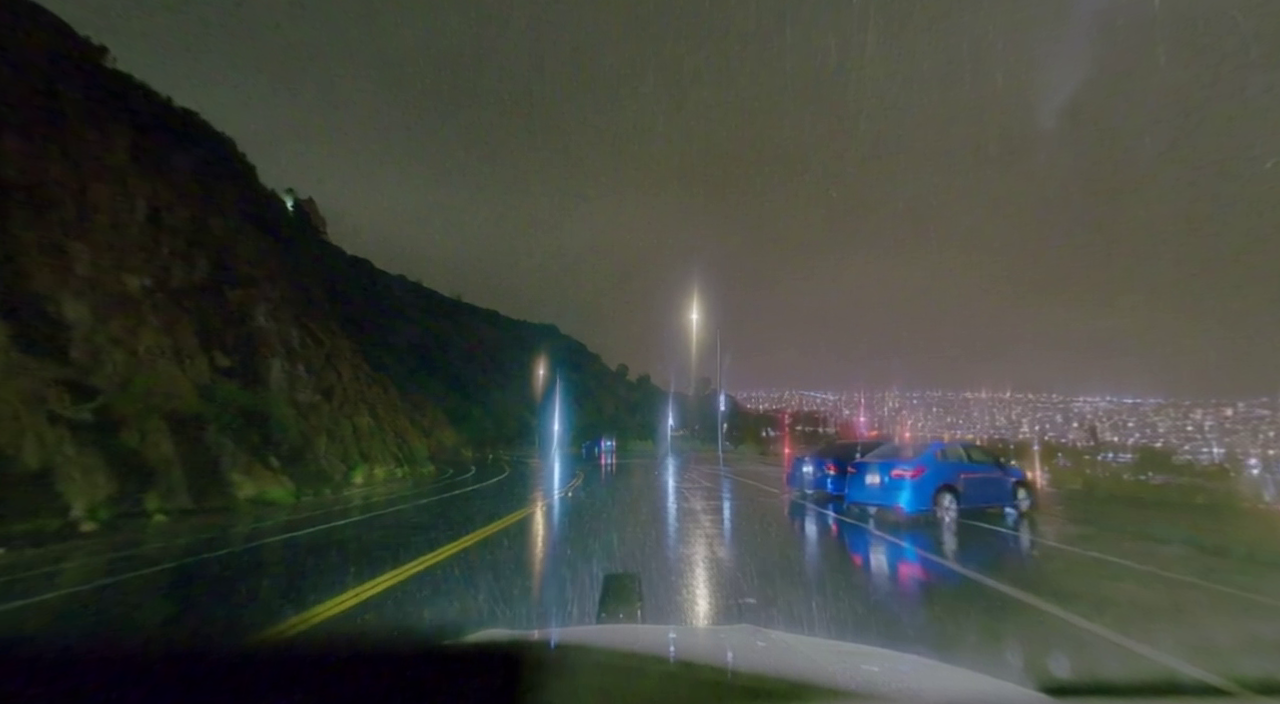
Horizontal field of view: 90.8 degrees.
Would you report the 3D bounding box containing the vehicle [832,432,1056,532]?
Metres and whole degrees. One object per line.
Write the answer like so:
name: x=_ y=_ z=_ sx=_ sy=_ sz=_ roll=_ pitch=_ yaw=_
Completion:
vehicle: x=5.888 y=2.327 z=11.990 sx=4.609 sy=1.505 sz=2.061 roll=7 pitch=-11 yaw=-40
